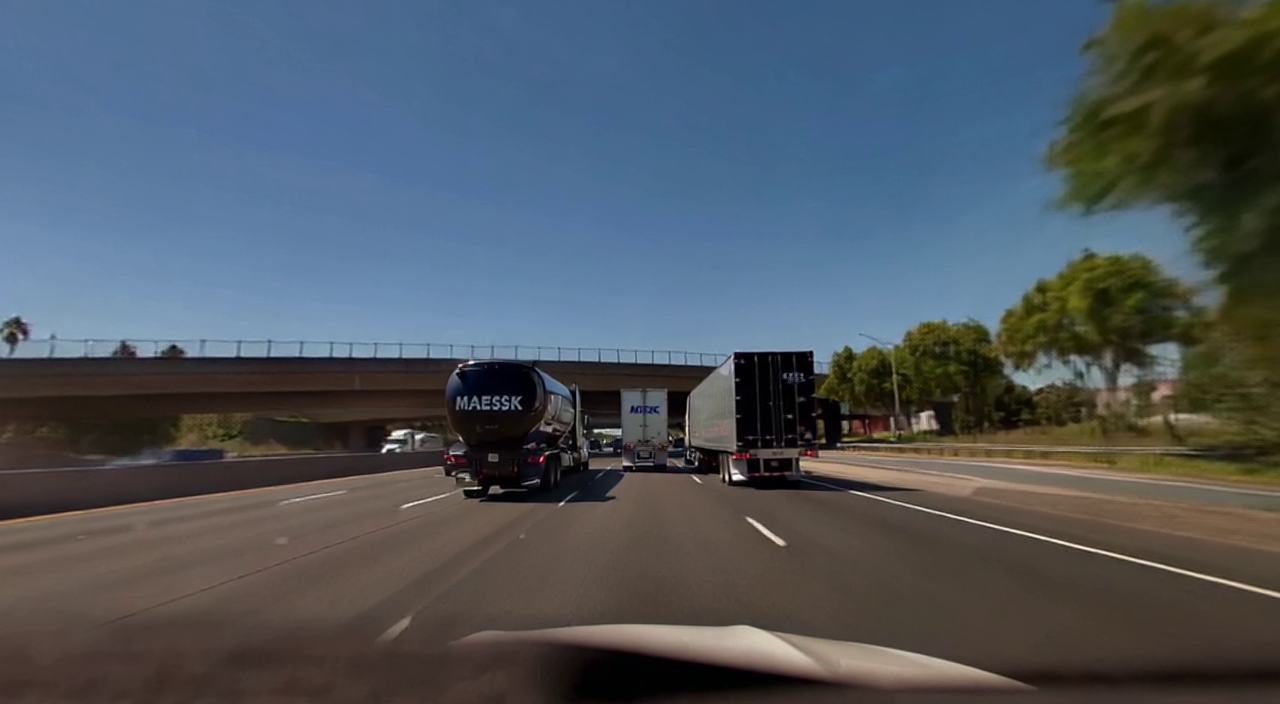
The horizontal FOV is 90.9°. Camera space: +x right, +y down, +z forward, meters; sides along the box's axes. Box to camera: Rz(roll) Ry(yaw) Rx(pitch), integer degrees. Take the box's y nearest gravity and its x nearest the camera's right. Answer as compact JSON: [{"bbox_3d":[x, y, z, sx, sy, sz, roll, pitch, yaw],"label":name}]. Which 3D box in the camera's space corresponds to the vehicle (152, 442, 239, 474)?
[{"bbox_3d":[-23.802,5.643,33.959,1.697,1.596,4.029,0,-8,0],"label":"vehicle"}]

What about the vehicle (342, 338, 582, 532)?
[{"bbox_3d":[-3.464,2.157,16.091,2.786,3.228,11.082,0,-8,1],"label":"vehicle"}]

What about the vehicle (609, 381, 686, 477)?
[{"bbox_3d":[0.447,4.410,34.705,3.097,3.856,18.209,0,-8,1],"label":"vehicle"}]

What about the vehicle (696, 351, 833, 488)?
[{"bbox_3d":[4.410,3.074,26.479,2.887,4.178,14.553,0,-8,0],"label":"vehicle"}]
